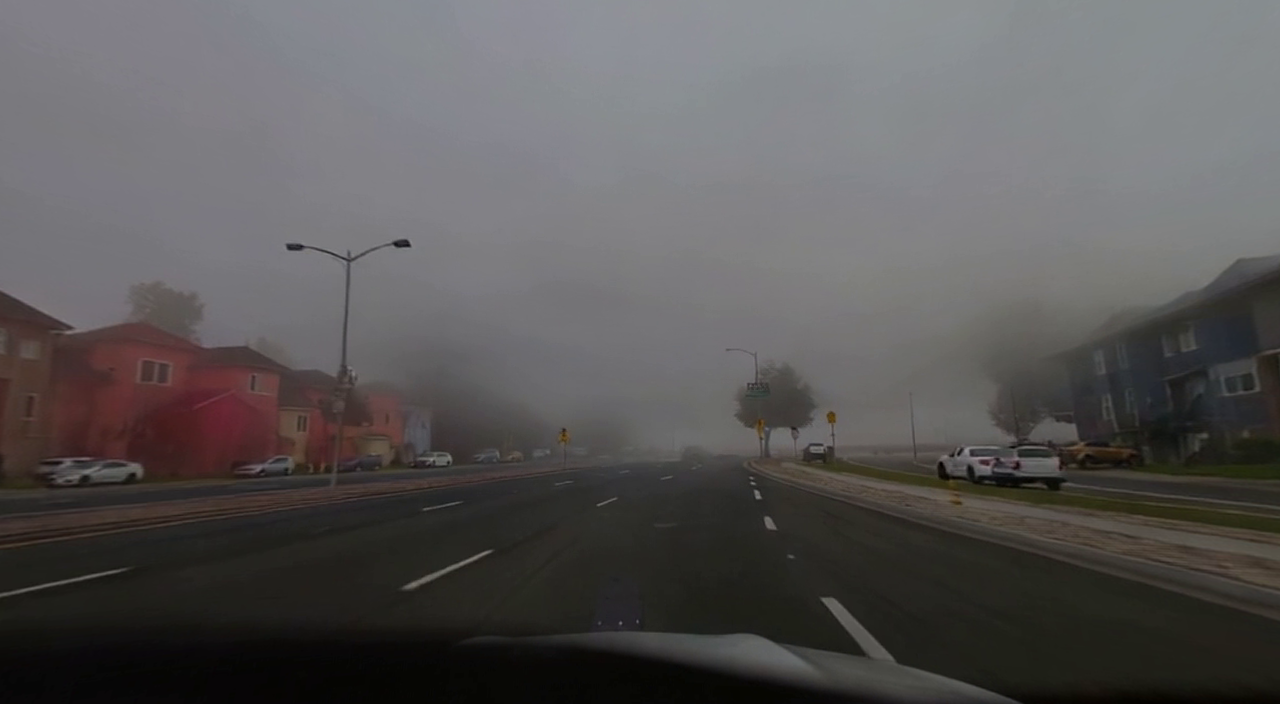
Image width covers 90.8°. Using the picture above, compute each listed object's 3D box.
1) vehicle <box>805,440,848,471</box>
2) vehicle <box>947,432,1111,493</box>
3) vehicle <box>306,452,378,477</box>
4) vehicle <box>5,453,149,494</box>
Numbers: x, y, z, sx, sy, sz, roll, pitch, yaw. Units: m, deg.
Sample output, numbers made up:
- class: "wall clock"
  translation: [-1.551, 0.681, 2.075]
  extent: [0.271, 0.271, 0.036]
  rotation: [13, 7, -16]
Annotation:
- class: "vehicle"
  translation: [13.433, 7.526, 45.719]
  extent: [1.923, 1.741, 4.683]
  rotation: [-4, -14, 4]
- class: "vehicle"
  translation: [11.199, 3.358, 18.681]
  extent: [1.988, 1.487, 4.479]
  rotation: [-2, -13, 1]
- class: "vehicle"
  translation: [-19.287, 7.277, 41.175]
  extent: [1.880, 1.455, 4.599]
  rotation: [-2, -9, 10]
- class: "vehicle"
  translation: [-27.582, 5.918, 31.241]
  extent: [2.013, 1.792, 4.950]
  rotation: [-2, -9, 12]
